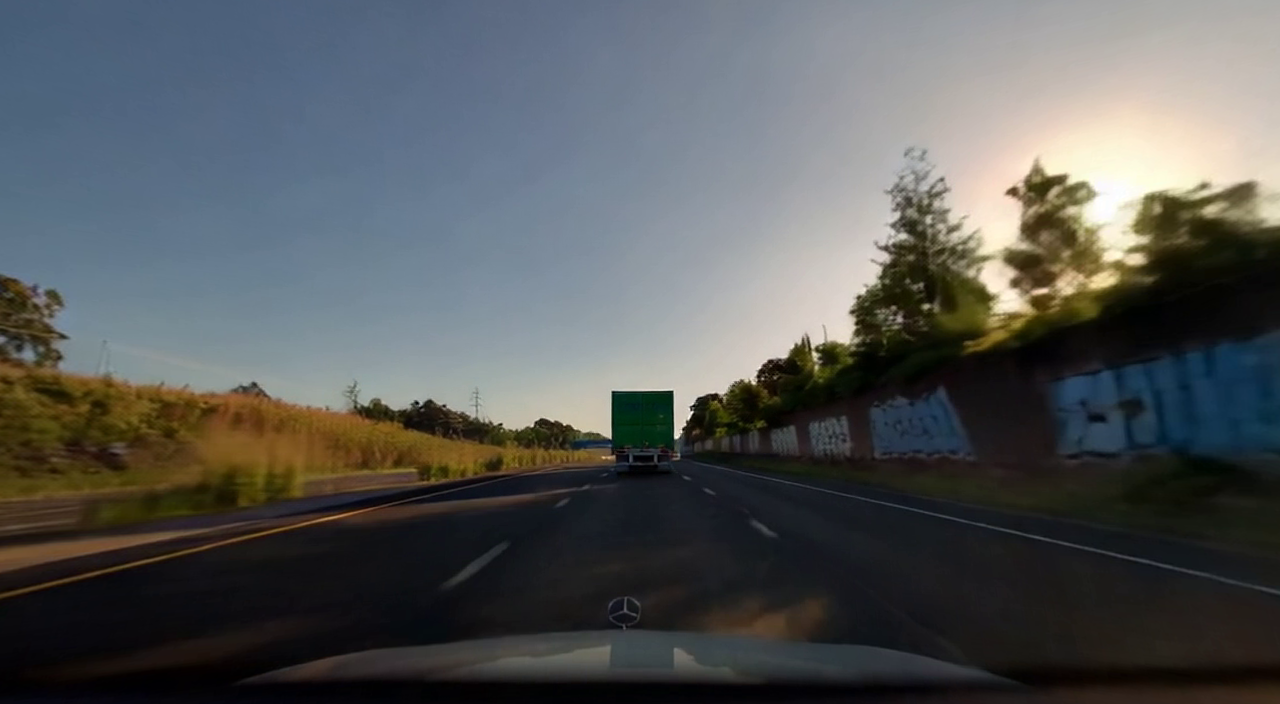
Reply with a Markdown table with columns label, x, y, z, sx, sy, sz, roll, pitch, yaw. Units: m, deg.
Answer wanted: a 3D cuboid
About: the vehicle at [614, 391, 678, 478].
| label | x | y | z | sx | sy | sz | roll | pitch | yaw |
| --- | --- | --- | --- | --- | --- | --- | --- | --- | --- |
| vehicle | 0.158 | 4.526 | 33.681 | 2.900 | 3.955 | 10.151 | 0 | -9 | -1 |
